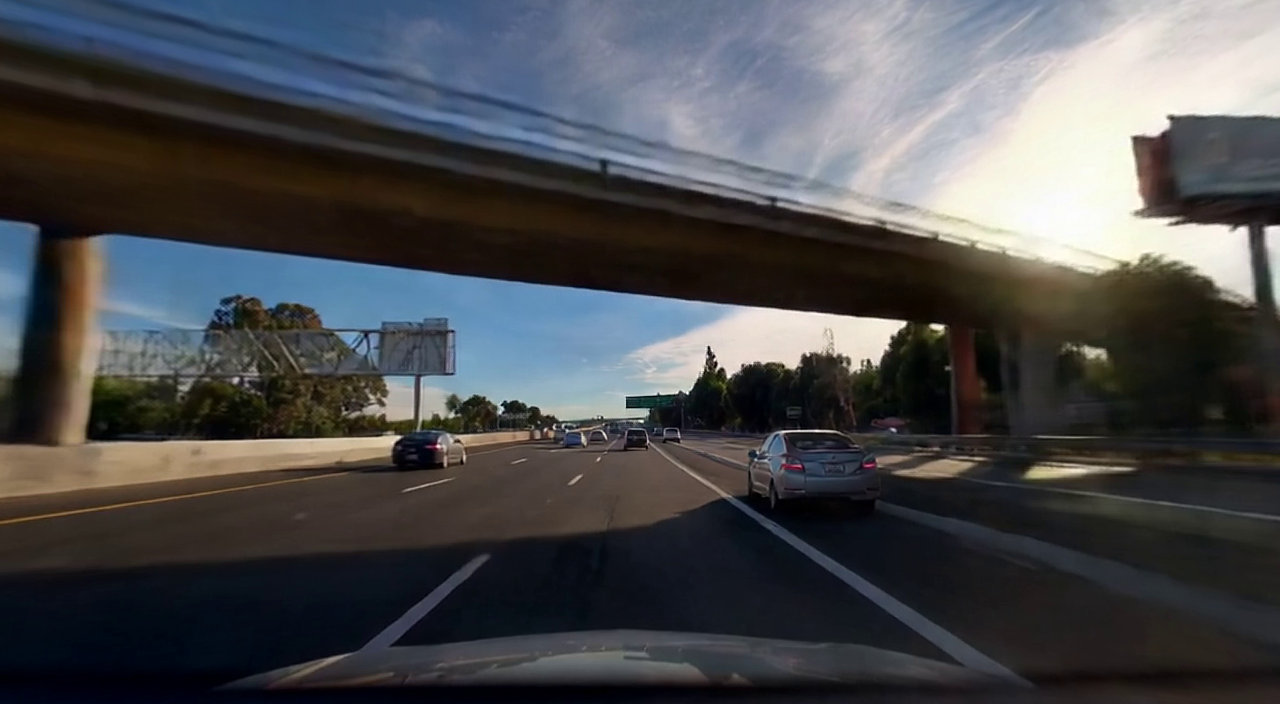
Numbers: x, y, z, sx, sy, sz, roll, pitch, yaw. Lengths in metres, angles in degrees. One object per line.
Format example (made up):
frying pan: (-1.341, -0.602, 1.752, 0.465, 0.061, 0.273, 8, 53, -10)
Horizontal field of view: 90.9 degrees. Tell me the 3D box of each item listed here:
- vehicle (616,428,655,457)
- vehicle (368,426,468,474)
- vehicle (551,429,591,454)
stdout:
vehicle: (-0.288, 5.574, 39.051, 2.240, 1.646, 4.949, 0, -8, -1)
vehicle: (-7.789, 3.473, 22.608, 2.009, 1.537, 4.449, 0, -8, 0)
vehicle: (-4.299, 5.693, 40.105, 2.103, 1.512, 4.155, 0, -8, 0)
